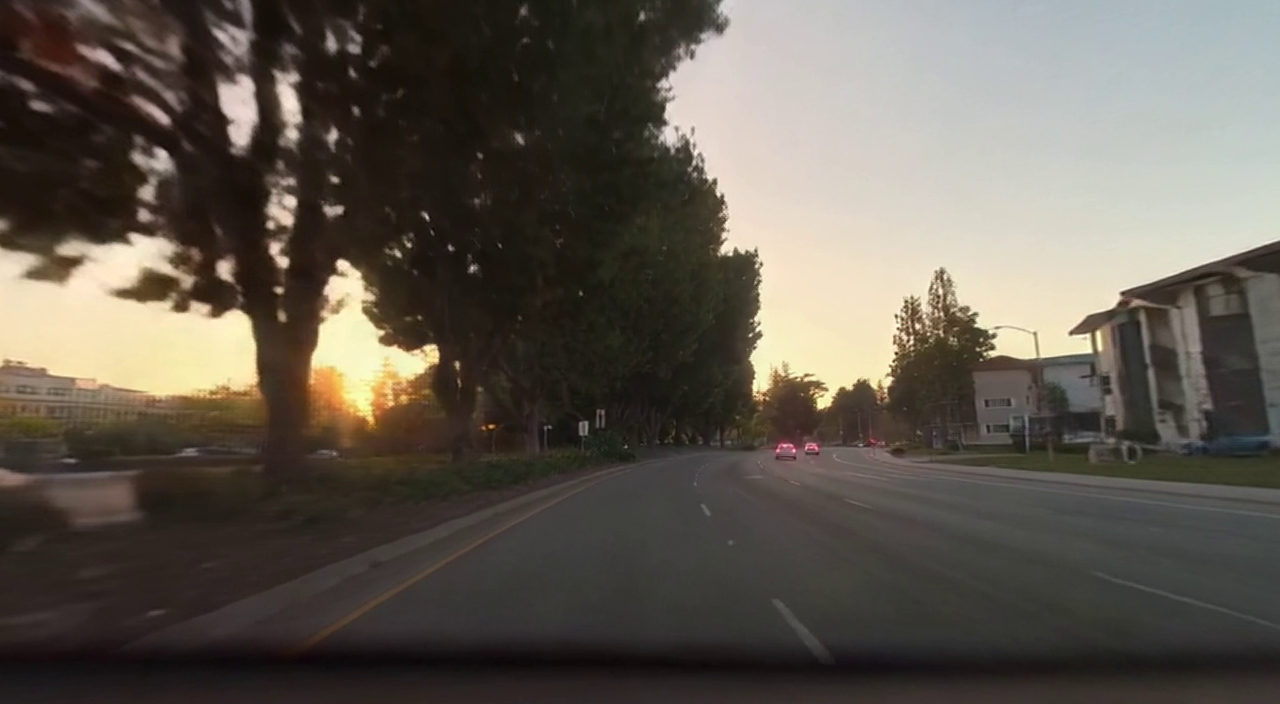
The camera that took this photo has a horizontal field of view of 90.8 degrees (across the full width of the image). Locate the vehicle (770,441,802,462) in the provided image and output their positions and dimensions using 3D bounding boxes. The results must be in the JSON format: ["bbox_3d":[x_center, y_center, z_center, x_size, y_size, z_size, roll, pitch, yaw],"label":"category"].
[{"bbox_3d":[10.998,7.509,47.755,1.988,1.460,3.996,-1,-8,7],"label":"vehicle"}]
